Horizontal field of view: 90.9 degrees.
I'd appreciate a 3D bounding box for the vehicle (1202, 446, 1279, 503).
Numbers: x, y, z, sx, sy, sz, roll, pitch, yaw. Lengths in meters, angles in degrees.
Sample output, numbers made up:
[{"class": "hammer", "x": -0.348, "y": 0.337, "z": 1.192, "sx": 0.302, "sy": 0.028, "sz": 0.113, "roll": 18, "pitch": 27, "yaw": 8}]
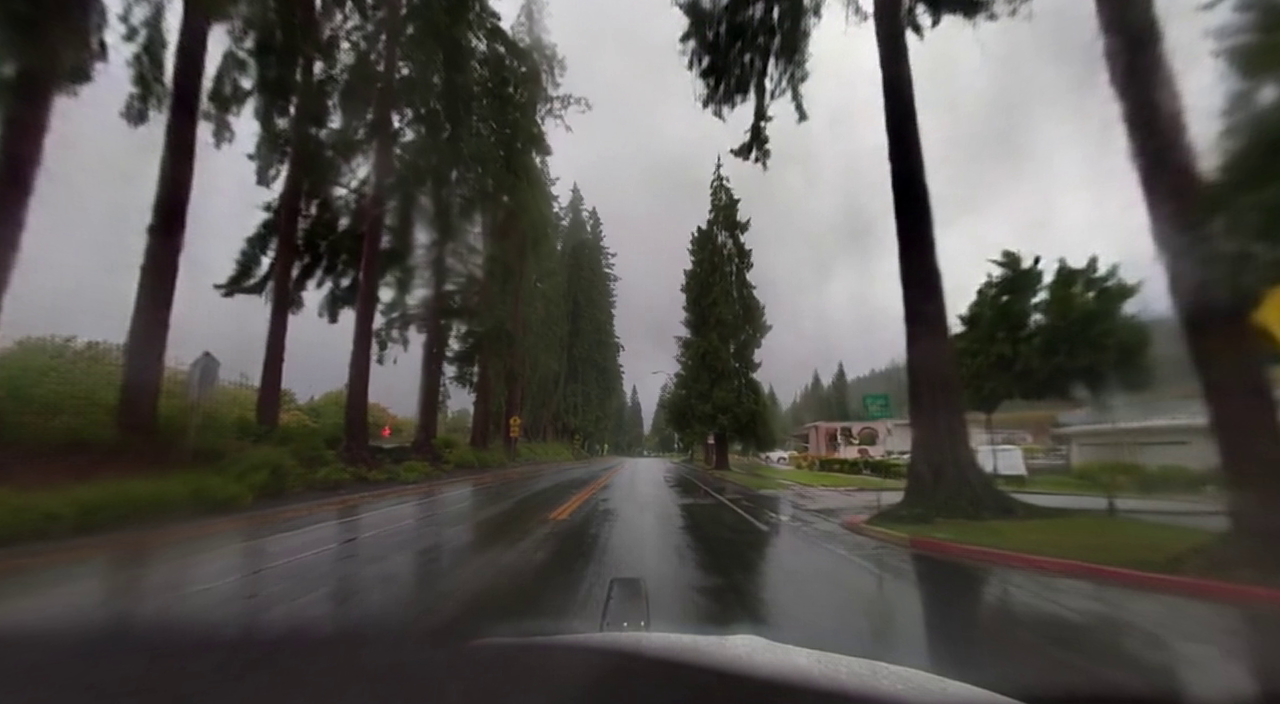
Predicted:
[{"class": "vehicle", "x": 20.006, "y": 3.879, "z": 20.383, "sx": 1.958, "sy": 1.644, "sz": 4.527, "roll": -5, "pitch": -10, "yaw": 33}]
